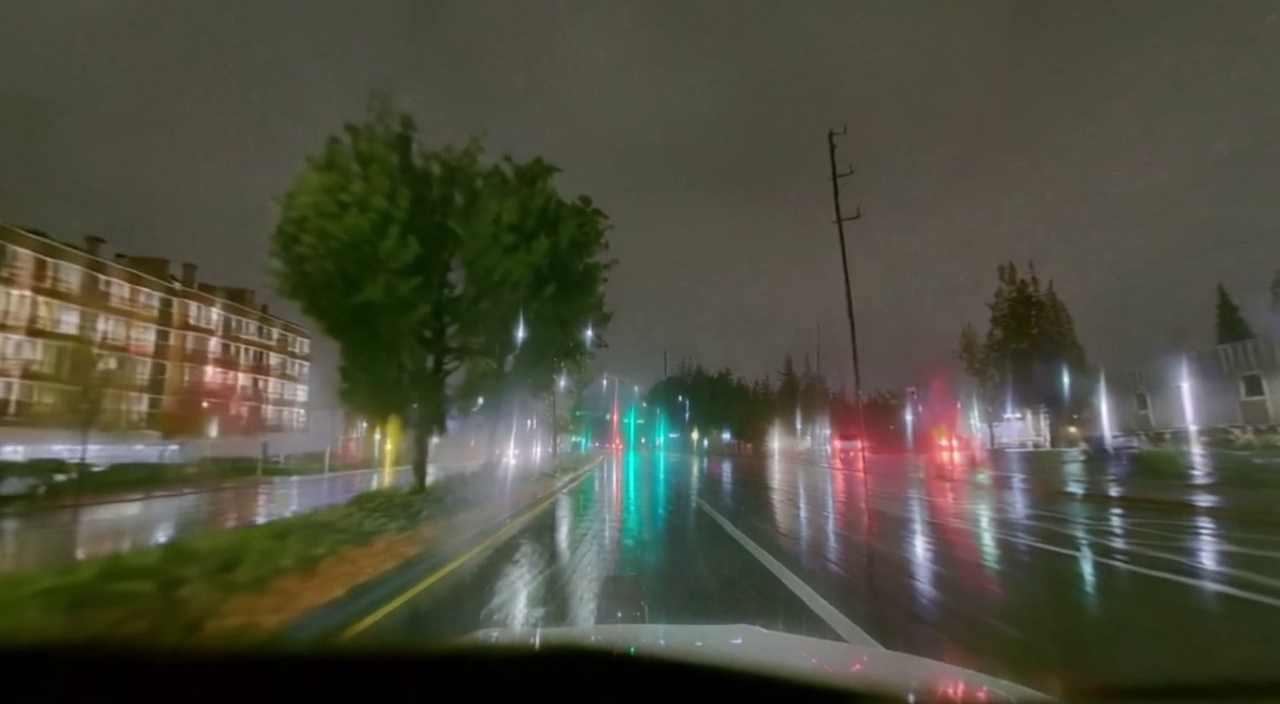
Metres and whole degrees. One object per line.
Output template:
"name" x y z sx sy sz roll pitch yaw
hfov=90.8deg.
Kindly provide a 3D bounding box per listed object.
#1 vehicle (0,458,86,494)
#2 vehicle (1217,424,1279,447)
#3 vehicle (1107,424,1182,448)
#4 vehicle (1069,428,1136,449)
"vehicle" -30.287 6.018 30.758 4.679 1.661 1.923 0 -9 -1
"vehicle" 41.583 5.583 41.989 1.873 1.480 4.813 0 -9 0
"vehicle" 38.613 6.493 48.517 2.005 1.609 4.236 -1 -9 -4
"vehicle" 35.841 6.729 49.118 1.858 1.507 4.593 0 -7 1
